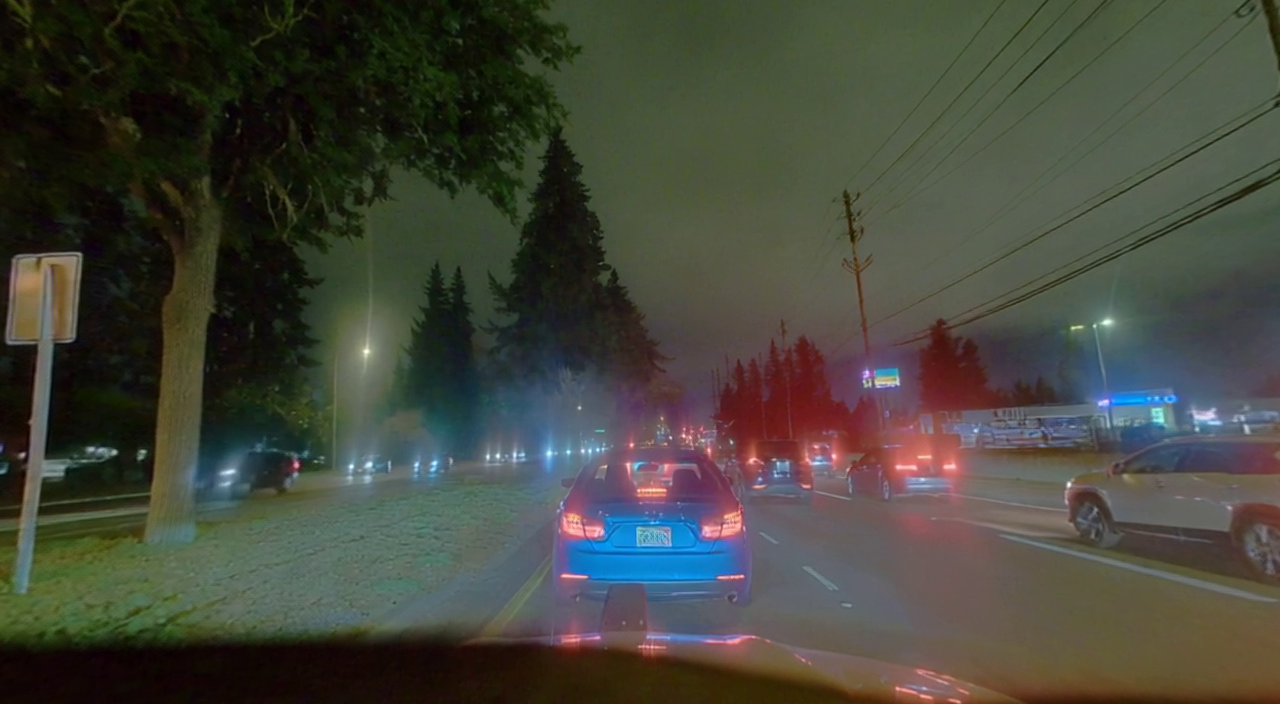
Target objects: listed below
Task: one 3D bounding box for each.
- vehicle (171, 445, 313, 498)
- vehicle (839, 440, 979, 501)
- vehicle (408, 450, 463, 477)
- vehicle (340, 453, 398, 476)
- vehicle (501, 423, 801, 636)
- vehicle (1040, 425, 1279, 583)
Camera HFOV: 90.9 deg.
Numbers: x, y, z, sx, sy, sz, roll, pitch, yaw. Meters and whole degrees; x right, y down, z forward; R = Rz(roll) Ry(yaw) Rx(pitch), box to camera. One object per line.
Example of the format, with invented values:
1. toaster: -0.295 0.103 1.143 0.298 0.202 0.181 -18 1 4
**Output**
1. vehicle: -15.336 4.566 24.775 2.056 1.809 5.354 0 -8 0
2. vehicle: 7.265 3.206 17.620 1.899 1.458 4.499 0 -8 0
3. vehicle: -12.005 6.545 37.268 1.804 1.430 4.456 0 -8 0
4. vehicle: -18.808 7.807 44.018 1.884 1.466 4.821 0 -8 0
5. vehicle: 0.066 1.539 6.480 2.108 1.479 3.935 0 -8 0
6. vehicle: 6.995 1.629 7.273 1.850 1.480 4.474 0 -8 1
